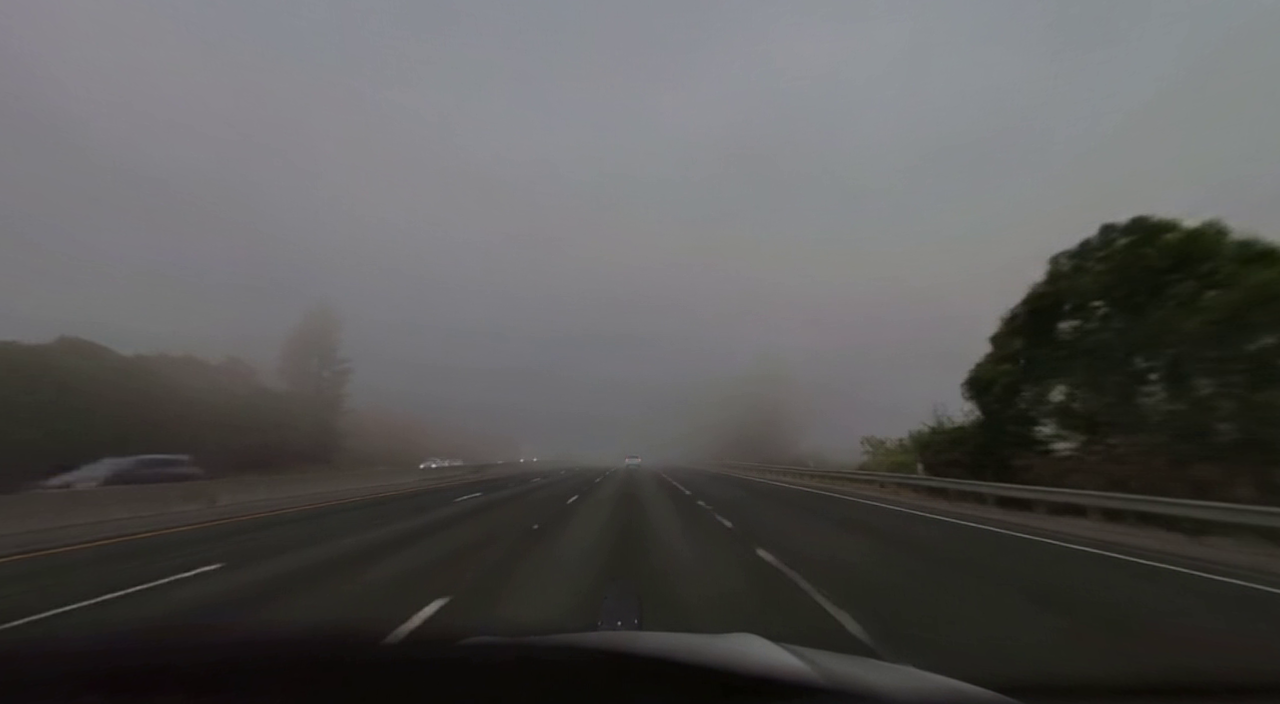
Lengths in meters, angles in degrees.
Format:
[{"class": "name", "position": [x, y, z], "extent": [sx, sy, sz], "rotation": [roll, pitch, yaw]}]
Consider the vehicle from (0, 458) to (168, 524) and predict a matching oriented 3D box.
[{"class": "vehicle", "position": [-15.453, 3.661, 17.029], "extent": [1.903, 1.503, 4.309], "rotation": [0, -9, -1]}]
